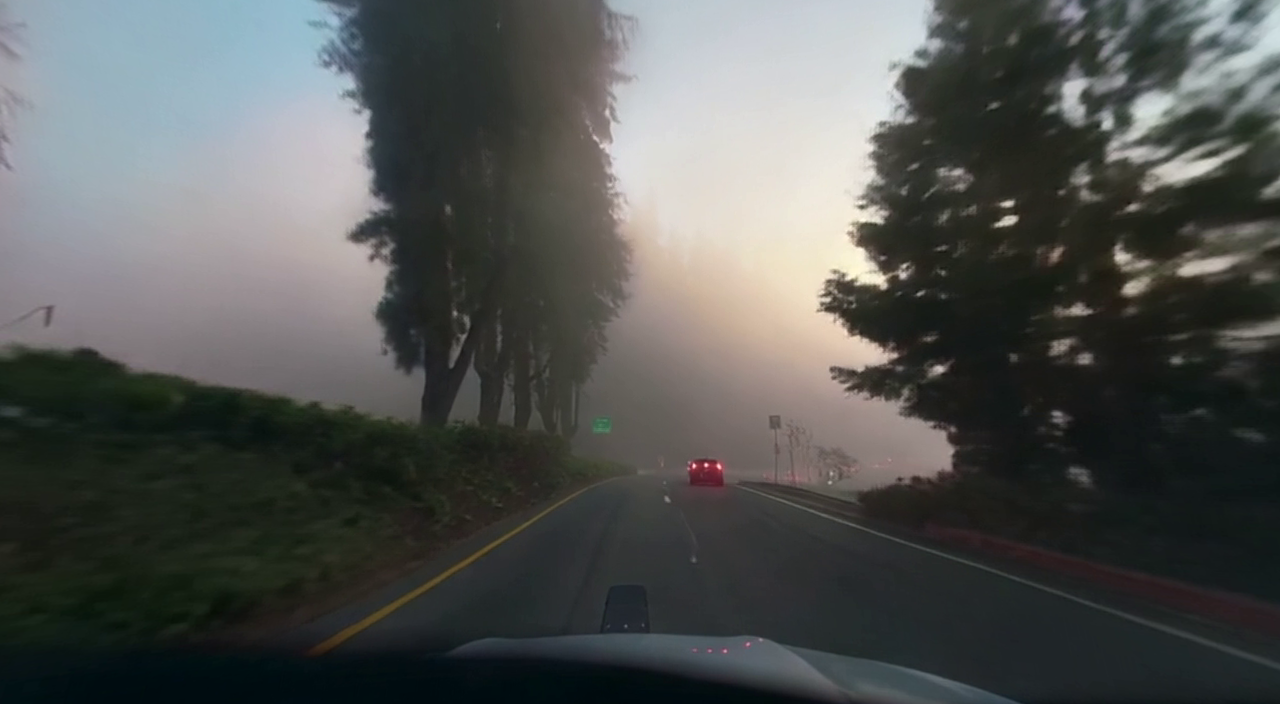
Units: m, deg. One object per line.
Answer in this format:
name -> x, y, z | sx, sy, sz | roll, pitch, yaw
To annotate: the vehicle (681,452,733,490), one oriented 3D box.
vehicle -> 2.870, 5.213, 27.960 | 1.956, 1.473, 4.640 | 0, -8, 2
